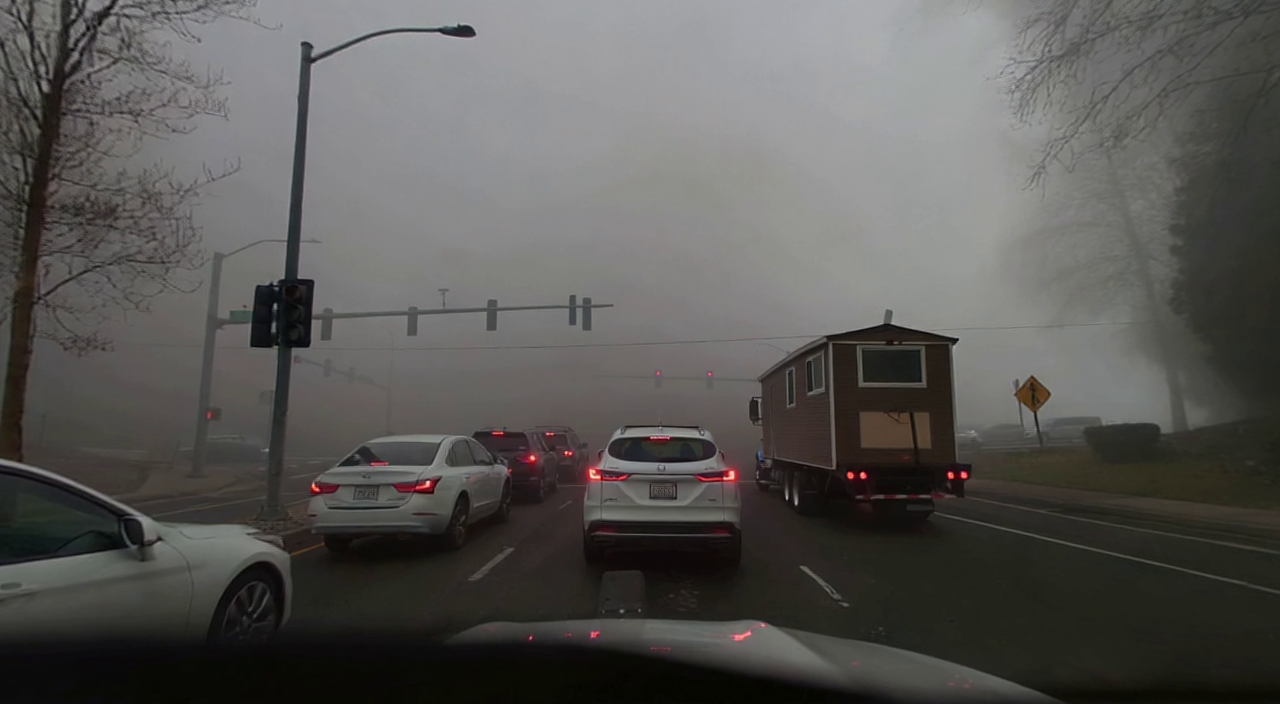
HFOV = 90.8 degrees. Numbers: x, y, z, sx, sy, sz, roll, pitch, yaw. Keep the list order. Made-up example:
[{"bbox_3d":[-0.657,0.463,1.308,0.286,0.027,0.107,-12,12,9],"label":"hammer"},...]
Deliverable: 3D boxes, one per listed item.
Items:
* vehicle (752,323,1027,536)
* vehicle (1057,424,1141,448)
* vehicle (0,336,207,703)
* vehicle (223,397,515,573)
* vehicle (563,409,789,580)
[{"bbox_3d":[3.690,1.393,10.989,2.531,2.750,5.595,0,-9,1],"label":"vehicle"},{"bbox_3d":[33.191,6.130,45.860,4.671,1.595,1.824,-5,-10,31],"label":"vehicle"},{"bbox_3d":[-3.432,0.670,1.474,1.952,1.730,4.116,0,-9,-1],"label":"vehicle"},{"bbox_3d":[-3.265,1.712,8.841,2.085,1.812,4.388,0,-9,0],"label":"vehicle"},{"bbox_3d":[0.357,1.704,8.314,2.189,1.649,4.171,0,-9,0],"label":"vehicle"}]
